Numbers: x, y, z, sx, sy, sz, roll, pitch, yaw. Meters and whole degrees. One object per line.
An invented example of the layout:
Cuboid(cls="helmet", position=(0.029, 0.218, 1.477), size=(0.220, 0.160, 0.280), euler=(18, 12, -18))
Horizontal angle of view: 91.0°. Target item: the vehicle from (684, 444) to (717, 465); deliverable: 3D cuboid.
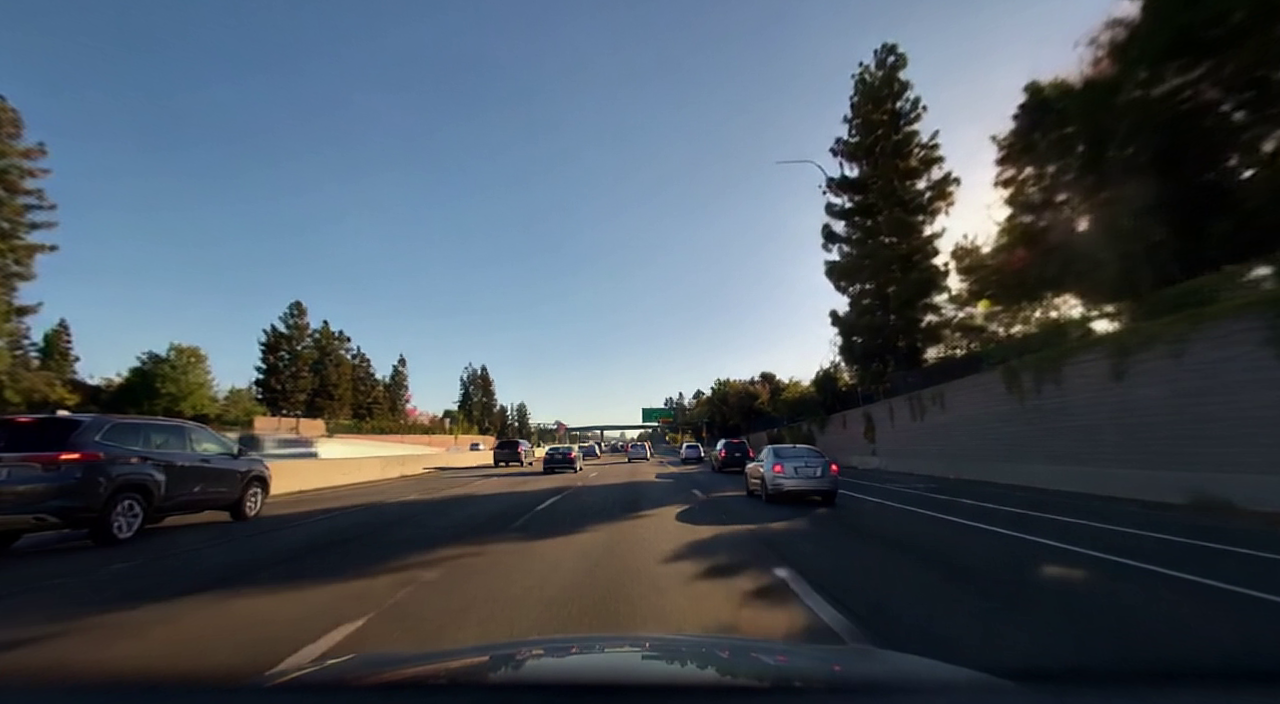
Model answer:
Cuboid(cls="vehicle", position=(4.318, 7.393, 45.565), size=(1.944, 1.465, 4.245), euler=(0, -9, 0))

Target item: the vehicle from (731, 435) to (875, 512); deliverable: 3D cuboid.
Cuboid(cls="vehicle", position=(3.561, 2.767, 14.771), size=(2.141, 1.507, 4.510), euler=(0, -9, 0))

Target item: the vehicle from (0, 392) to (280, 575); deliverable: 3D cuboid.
Cuboid(cls="vehicle", position=(-7.419, 1.683, 8.743), size=(2.142, 1.849, 4.566), euler=(0, -9, -1))

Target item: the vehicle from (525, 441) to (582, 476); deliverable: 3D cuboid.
Cuboid(cls="vehicle", position=(-4.001, 4.994, 29.699), size=(2.071, 1.478, 4.130), euler=(0, -9, 0))

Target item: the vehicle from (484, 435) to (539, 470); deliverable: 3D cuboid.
Cuboid(cls="vehicle", position=(-7.076, 5.595, 35.202), size=(2.111, 1.811, 4.391), euler=(0, -9, 1))

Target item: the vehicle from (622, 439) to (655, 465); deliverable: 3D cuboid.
Cuboid(cls="vehicle", position=(-0.115, 6.962, 43.969), size=(2.158, 1.706, 4.219), euler=(0, -9, 0))
